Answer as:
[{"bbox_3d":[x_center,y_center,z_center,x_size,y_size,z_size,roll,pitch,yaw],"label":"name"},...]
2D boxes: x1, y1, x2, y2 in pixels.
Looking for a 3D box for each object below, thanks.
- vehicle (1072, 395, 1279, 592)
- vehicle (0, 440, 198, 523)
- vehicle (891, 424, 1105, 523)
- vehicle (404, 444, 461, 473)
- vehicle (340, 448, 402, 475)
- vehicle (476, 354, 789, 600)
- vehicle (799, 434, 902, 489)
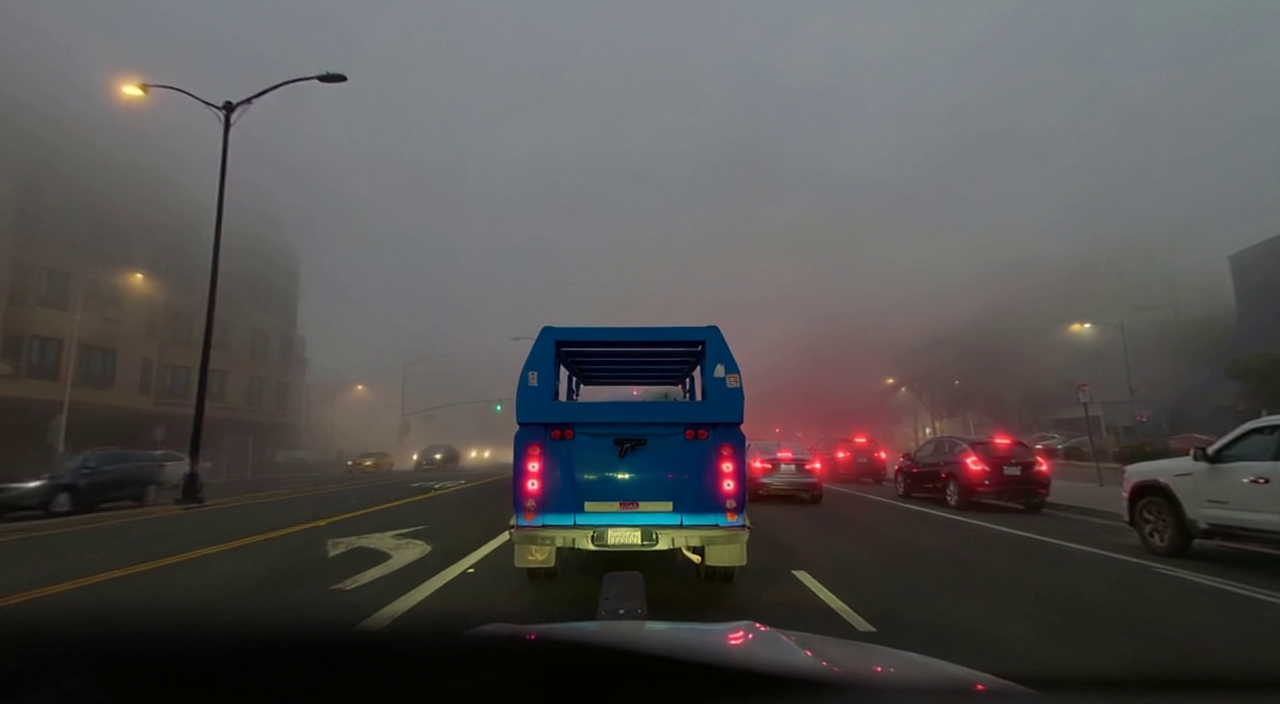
[{"bbox_3d":[6.822,1.342,6.128,2.023,1.771,4.488,0,-9,0],"label":"vehicle"},{"bbox_3d":[-11.985,2.752,13.914,1.781,1.558,3.688,0,-9,0],"label":"vehicle"},{"bbox_3d":[7.069,2.436,13.149,1.931,1.692,4.267,0,-9,0],"label":"vehicle"},{"bbox_3d":[-12.515,6.423,38.366,1.928,1.591,4.509,0,-9,0],"label":"vehicle"},{"bbox_3d":[-16.044,6.530,37.888,1.805,1.466,4.341,0,-9,0],"label":"vehicle"},{"bbox_3d":[-0.106,1.490,8.387,2.682,2.117,5.706,0,-9,-1],"label":"vehicle"},{"bbox_3d":[7.073,3.722,21.787,1.953,1.665,4.327,0,-9,-2],"label":"vehicle"}]
